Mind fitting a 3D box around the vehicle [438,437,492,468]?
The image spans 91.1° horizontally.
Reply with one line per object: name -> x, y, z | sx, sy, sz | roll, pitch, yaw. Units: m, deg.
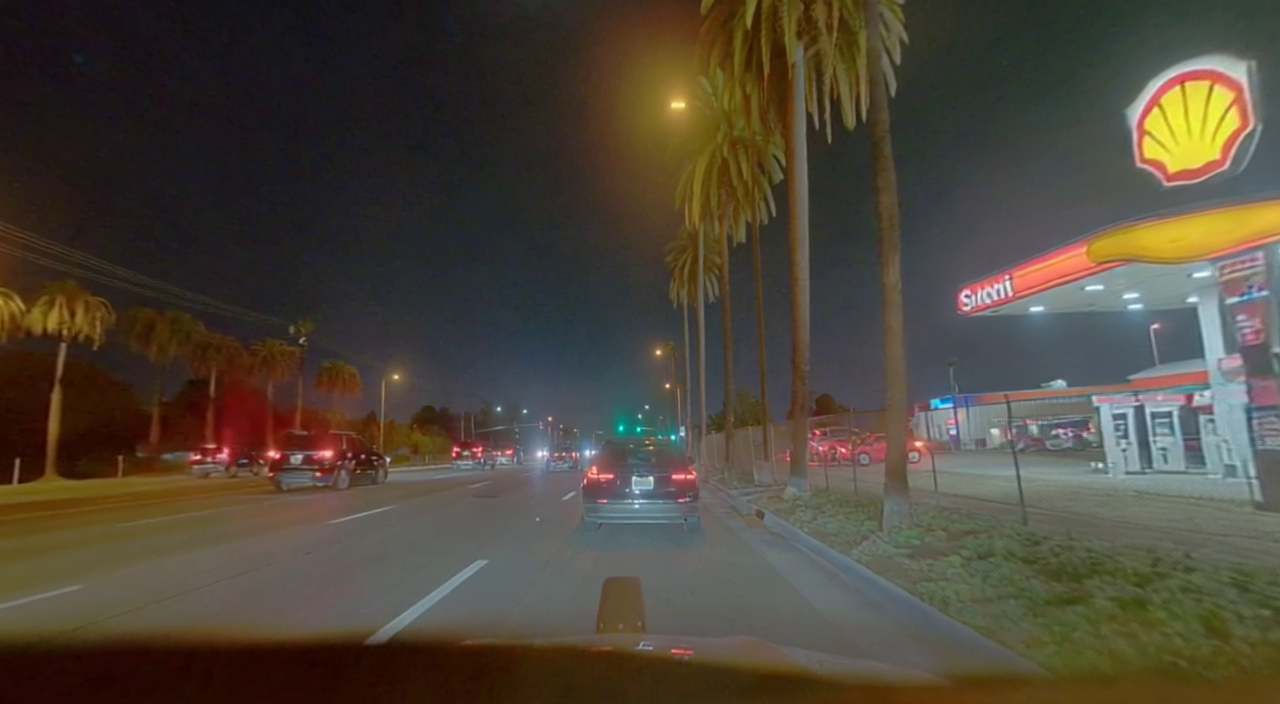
vehicle -> -10.549, 6.090, 38.112 | 1.965, 1.743, 4.327 | 0, -9, 1

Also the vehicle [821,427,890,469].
vehicle -> 8.255, 3.635, 23.813 | 1.837, 1.416, 3.947 | -4, -10, 27

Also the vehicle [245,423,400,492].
vehicle -> -10.067, 3.395, 20.556 | 2.269, 1.934, 5.350 | 0, -9, 0

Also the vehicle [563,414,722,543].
vehicle -> 0.058, 1.991, 10.413 | 2.121, 1.710, 3.893 | 0, -9, 1

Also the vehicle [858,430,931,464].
vehicle -> 12.067, 4.546, 30.045 | 1.681, 1.503, 3.781 | 0, -9, -3

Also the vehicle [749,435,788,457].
vehicle -> 9.151, 6.755, 45.019 | 1.929, 1.496, 4.245 | 0, -9, 1

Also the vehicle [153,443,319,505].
vehicle -> -10.065, 3.029, 16.018 | 1.924, 1.384, 3.426 | 0, -9, 0
